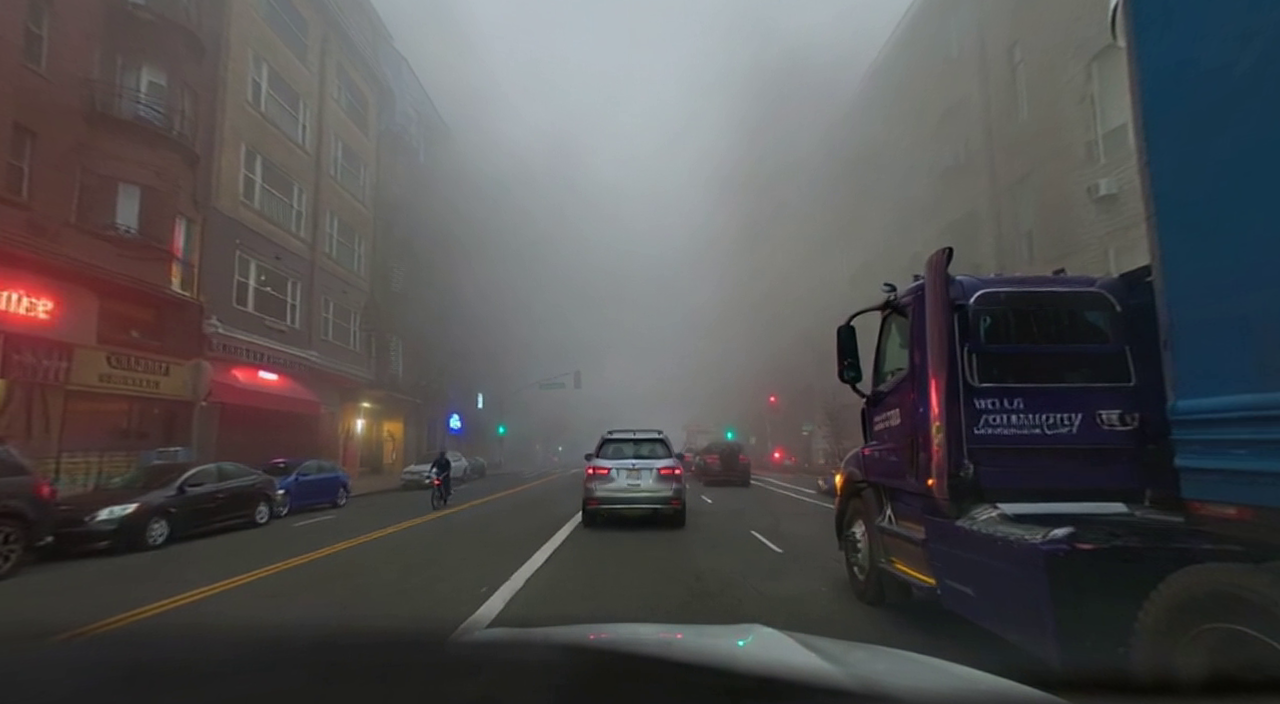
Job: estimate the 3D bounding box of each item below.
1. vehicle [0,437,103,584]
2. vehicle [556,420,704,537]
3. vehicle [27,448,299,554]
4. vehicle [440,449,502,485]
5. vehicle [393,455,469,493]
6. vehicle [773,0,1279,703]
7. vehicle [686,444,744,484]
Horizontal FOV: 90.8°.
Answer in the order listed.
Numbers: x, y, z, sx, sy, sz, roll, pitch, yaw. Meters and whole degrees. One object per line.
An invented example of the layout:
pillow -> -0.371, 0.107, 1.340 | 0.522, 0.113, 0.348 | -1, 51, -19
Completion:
vehicle -> -8.797, 1.742, 6.419 | 2.065, 1.758, 5.144 | 0, -8, 1
vehicle -> -0.170, 2.308, 12.127 | 2.283, 1.783, 4.548 | 0, -8, 0
vehicle -> -8.844, 2.734, 12.339 | 1.896, 1.652, 4.269 | -1, -9, 1
vehicle -> -8.674, 5.940, 32.877 | 2.084, 1.686, 4.422 | 0, -9, -1
vehicle -> -8.698, 5.092, 26.732 | 1.805, 1.379, 4.359 | 0, -8, -1
vehicle -> 2.983, -0.006, 2.390 | 2.913, 3.771, 9.716 | 0, -8, 1
vehicle -> 3.387, 5.126, 29.332 | 2.159, 1.696, 4.316 | 0, -9, 0
